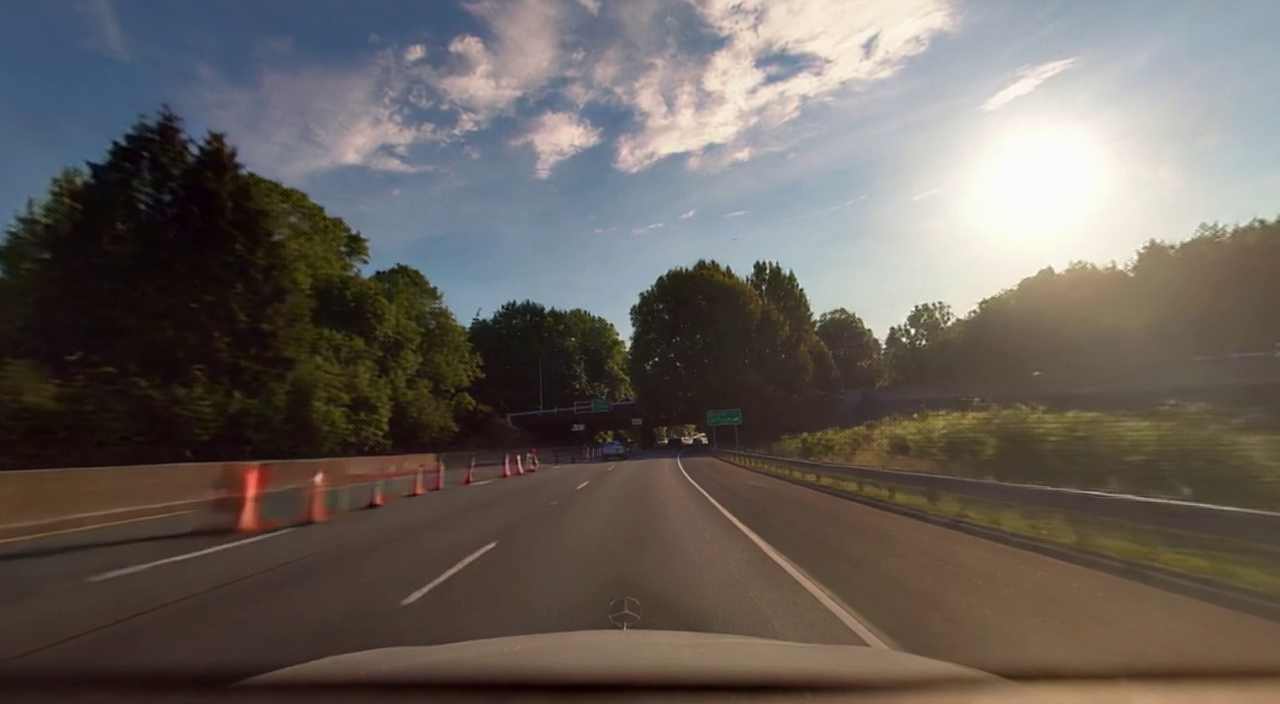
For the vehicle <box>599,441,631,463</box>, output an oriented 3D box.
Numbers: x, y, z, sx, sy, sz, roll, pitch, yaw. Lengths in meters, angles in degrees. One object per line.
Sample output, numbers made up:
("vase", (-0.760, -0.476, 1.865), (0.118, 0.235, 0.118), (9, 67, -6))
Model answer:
("vehicle", (-1.786, 7.321, 46.321), (2.118, 1.475, 4.263), (0, -8, 1))
